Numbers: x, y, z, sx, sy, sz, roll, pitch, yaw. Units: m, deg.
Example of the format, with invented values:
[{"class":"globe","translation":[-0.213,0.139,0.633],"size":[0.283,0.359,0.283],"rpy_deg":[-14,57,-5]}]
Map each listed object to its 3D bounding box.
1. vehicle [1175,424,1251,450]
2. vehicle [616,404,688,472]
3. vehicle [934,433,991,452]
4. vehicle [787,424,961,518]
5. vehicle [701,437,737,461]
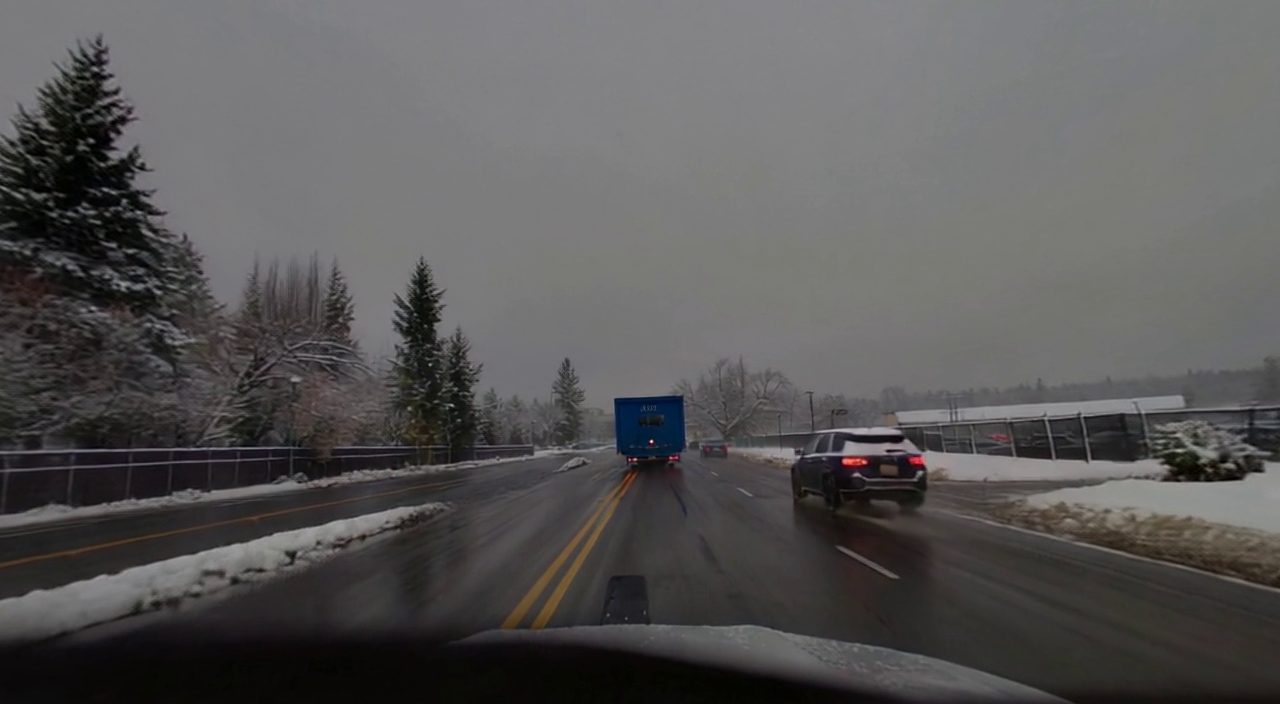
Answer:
[{"class":"vehicle","translation":[43.801,6.528,48.370],"size":[2.050,1.801,5.143],"rpy_deg":[-5,-8,15]},{"class":"vehicle","translation":[0.643,4.343,31.662],"size":[3.197,2.963,7.055],"rpy_deg":[0,-8,2]},{"class":"vehicle","translation":[23.614,6.669,46.200],"size":[3.251,1.321,1.555],"rpy_deg":[-1,-8,0]},{"class":"vehicle","translation":[4.708,2.462,13.576],"size":[2.076,1.661,4.524],"rpy_deg":[0,-8,1]},{"class":"vehicle","translation":[5.729,7.103,46.257],"size":[2.151,1.662,4.543],"rpy_deg":[0,-8,0]}]
